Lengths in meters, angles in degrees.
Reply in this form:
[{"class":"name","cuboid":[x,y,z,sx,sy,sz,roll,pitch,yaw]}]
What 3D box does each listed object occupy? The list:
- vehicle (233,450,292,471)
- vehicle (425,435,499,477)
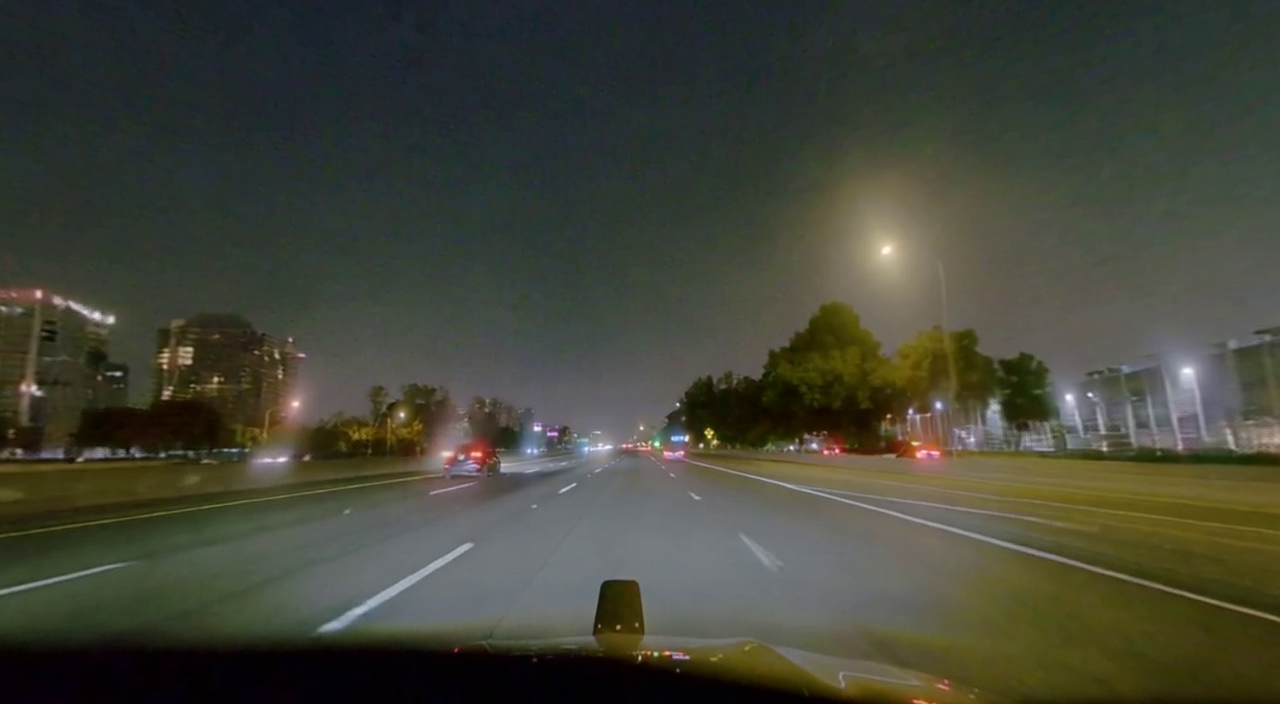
[{"class":"vehicle","cuboid":[-28.827,8.291,48.370,1.793,1.465,4.385,0,-9,0]},{"class":"vehicle","cuboid":[-8.013,4.716,28.853,2.089,1.724,4.327,0,-9,0]}]
